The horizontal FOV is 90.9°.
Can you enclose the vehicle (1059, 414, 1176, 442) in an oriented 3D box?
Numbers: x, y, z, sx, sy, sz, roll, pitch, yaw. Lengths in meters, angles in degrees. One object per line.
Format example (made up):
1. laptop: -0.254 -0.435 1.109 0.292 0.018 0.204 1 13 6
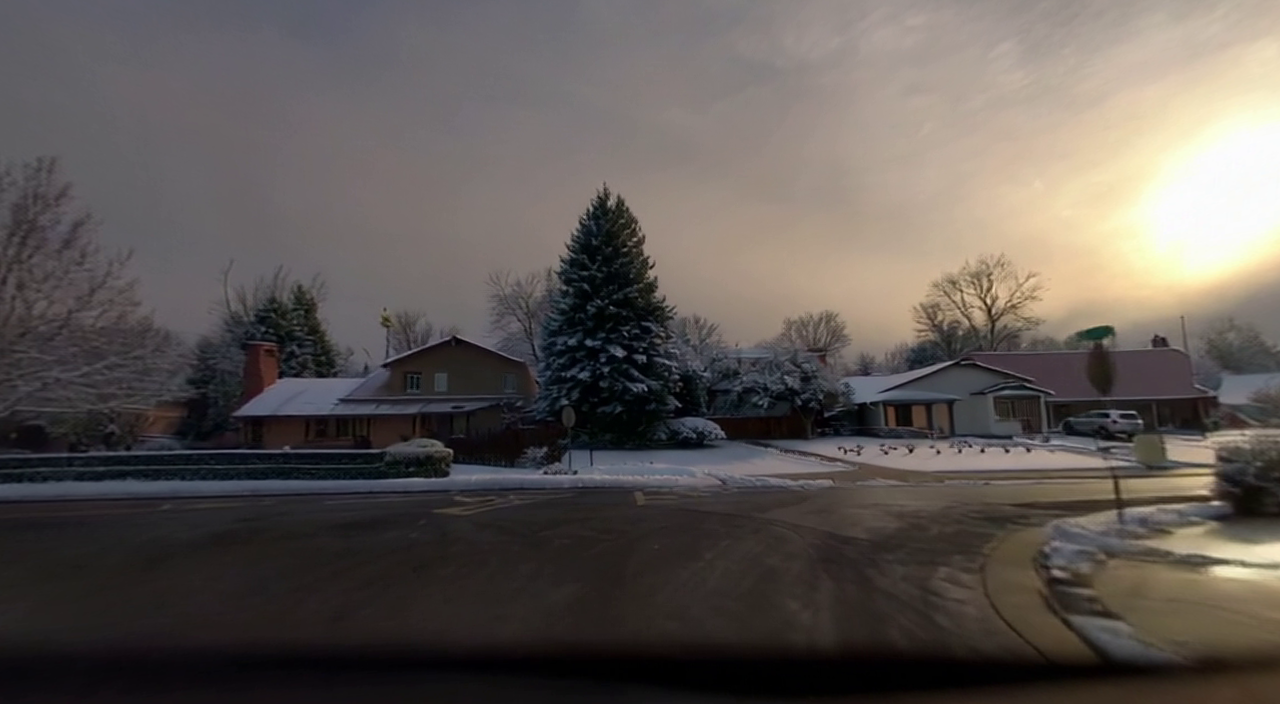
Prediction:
1. vehicle: 27.296 4.341 36.159 5.089 1.517 1.791 0 -7 4
